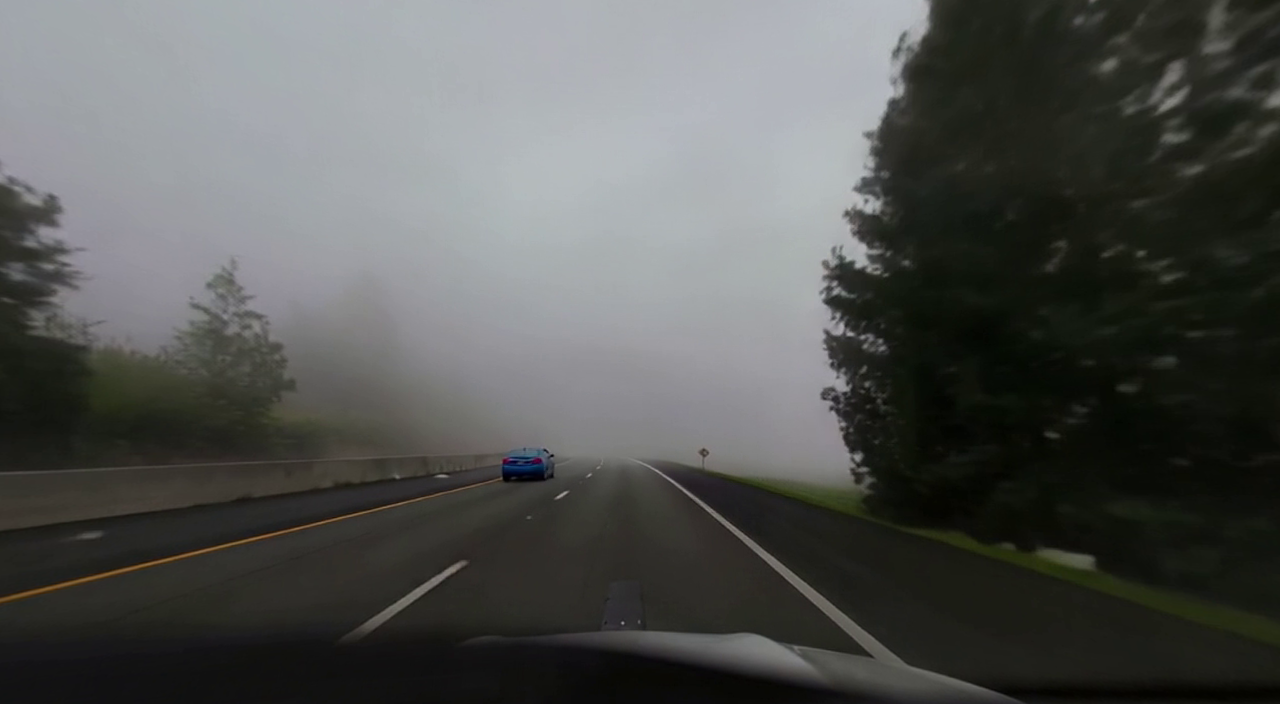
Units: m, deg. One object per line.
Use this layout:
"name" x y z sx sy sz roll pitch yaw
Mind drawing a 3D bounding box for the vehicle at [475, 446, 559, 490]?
"vehicle" -4.331 4.171 22.966 2.126 1.411 4.433 0 -9 1
